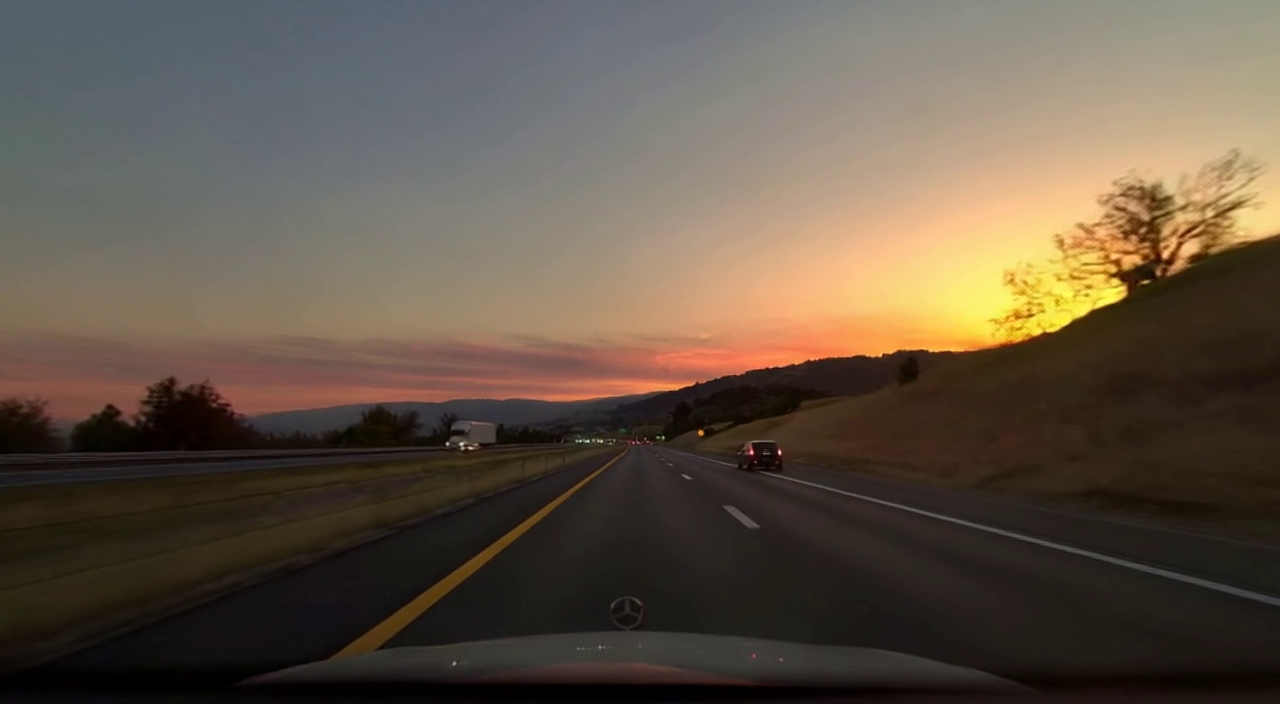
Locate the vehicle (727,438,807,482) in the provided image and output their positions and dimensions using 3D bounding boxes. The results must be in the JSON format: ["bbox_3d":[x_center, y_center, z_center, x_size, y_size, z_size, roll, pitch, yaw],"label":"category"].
[{"bbox_3d":[4.633,4.010,23.651,2.012,1.476,4.256,0,-8,-1],"label":"vehicle"}]
